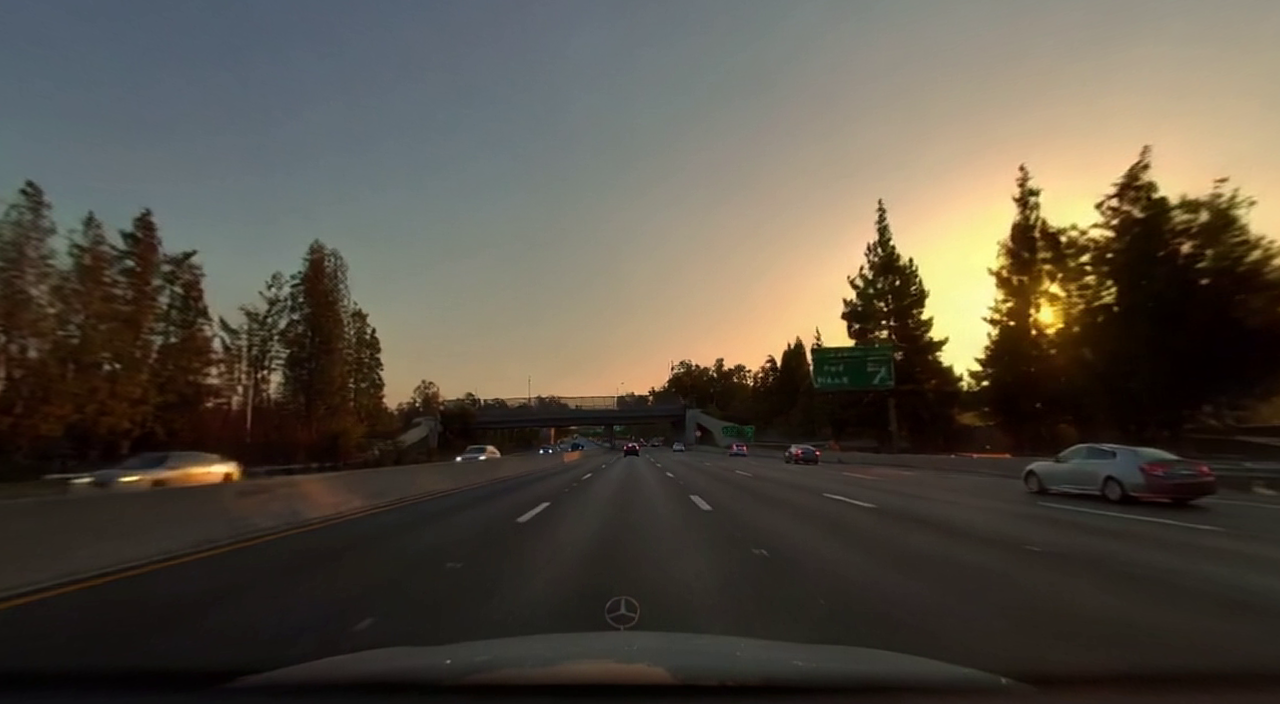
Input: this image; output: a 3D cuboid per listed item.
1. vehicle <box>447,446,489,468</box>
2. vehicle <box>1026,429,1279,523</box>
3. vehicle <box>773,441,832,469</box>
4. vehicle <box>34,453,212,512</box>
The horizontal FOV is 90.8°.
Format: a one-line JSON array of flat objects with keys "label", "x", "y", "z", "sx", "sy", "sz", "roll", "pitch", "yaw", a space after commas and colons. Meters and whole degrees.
[{"label": "vehicle", "x": -10.623, "y": 6.485, "z": 39.196, "sx": 1.563, "sy": 1.226, "sz": 3.690, "roll": 1, "pitch": -8, "yaw": -1}, {"label": "vehicle", "x": 10.488, "y": 2.421, "z": 12.972, "sx": 1.962, "sy": 1.536, "sz": 4.945, "roll": 0, "pitch": -9, "yaw": -1}, {"label": "vehicle", "x": 9.426, "y": 6.017, "z": 37.056, "sx": 2.075, "sy": 1.496, "sz": 4.573, "roll": 0, "pitch": -9, "yaw": -2}, {"label": "vehicle", "x": -14.697, "y": 3.686, "z": 18.286, "sx": 1.895, "sy": 1.444, "sz": 3.835, "roll": 0, "pitch": -9, "yaw": 0}]
